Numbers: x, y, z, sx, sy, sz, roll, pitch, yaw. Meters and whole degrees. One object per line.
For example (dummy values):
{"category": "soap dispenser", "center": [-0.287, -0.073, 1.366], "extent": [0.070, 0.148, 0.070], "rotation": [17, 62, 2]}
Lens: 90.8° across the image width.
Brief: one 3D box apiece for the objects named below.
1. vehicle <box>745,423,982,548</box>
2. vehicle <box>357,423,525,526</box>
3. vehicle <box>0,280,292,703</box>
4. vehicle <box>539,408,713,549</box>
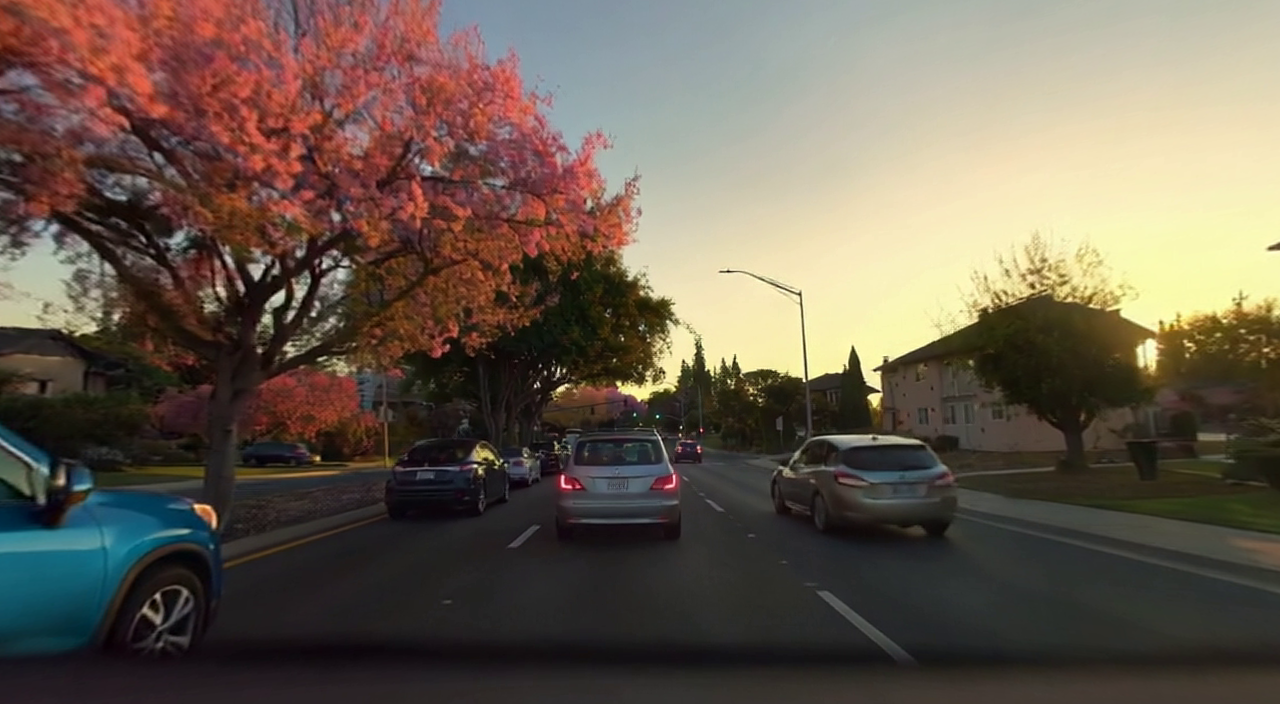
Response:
{"category": "vehicle", "center": [3.179, 2.010, 10.259], "extent": [2.056, 1.536, 4.678], "rotation": [0, -8, -1]}
{"category": "vehicle", "center": [-3.670, 2.330, 12.571], "extent": [1.948, 1.668, 4.279], "rotation": [0, -8, 0]}
{"category": "vehicle", "center": [-3.541, 0.629, 1.826], "extent": [2.304, 1.928, 4.833], "rotation": [0, -8, 0]}
{"category": "vehicle", "center": [-0.194, 1.838, 9.771], "extent": [2.112, 1.693, 4.058], "rotation": [0, -8, -1]}
